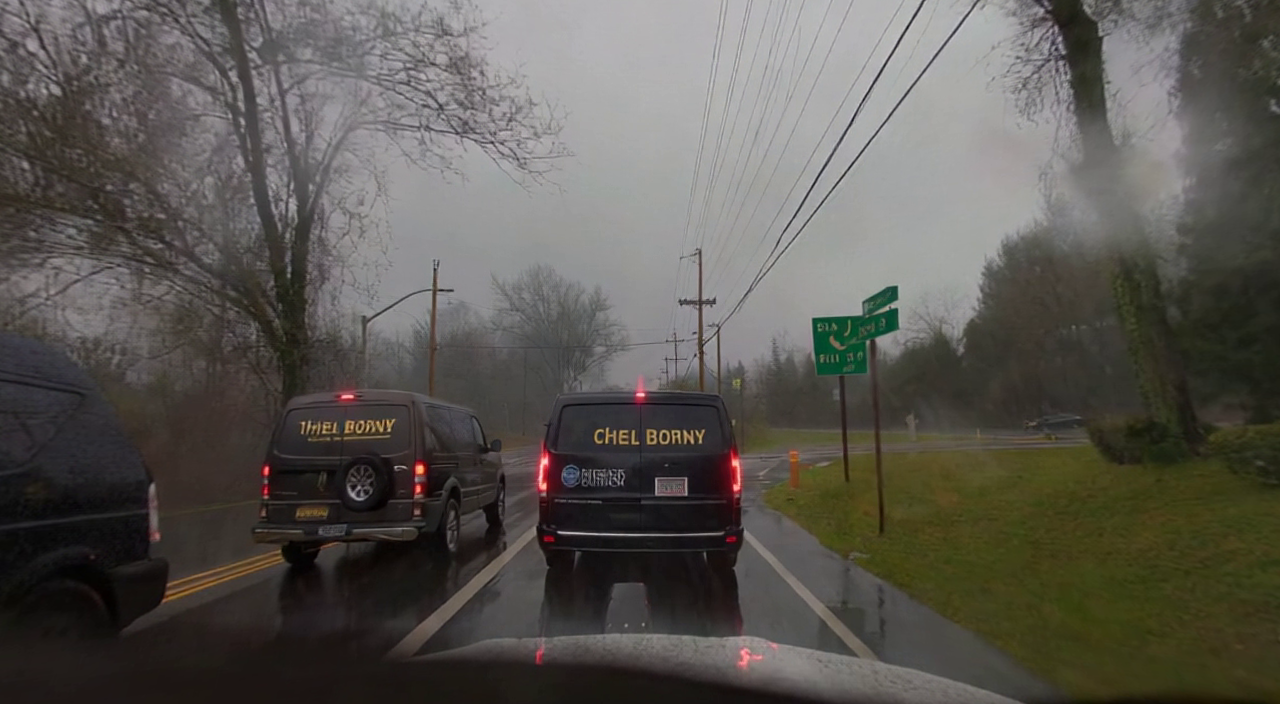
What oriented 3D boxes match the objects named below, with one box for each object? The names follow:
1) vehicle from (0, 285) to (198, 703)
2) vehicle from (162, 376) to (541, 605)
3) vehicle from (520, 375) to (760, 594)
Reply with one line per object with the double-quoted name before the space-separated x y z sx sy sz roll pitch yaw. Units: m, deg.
"vehicle" -3.118 0.447 0.250 2.160 1.796 4.997 0 -8 1
"vehicle" -2.754 1.478 7.609 2.109 1.851 4.749 -1 -8 3
"vehicle" 0.110 1.466 7.698 2.117 1.911 4.095 -1 -8 3
